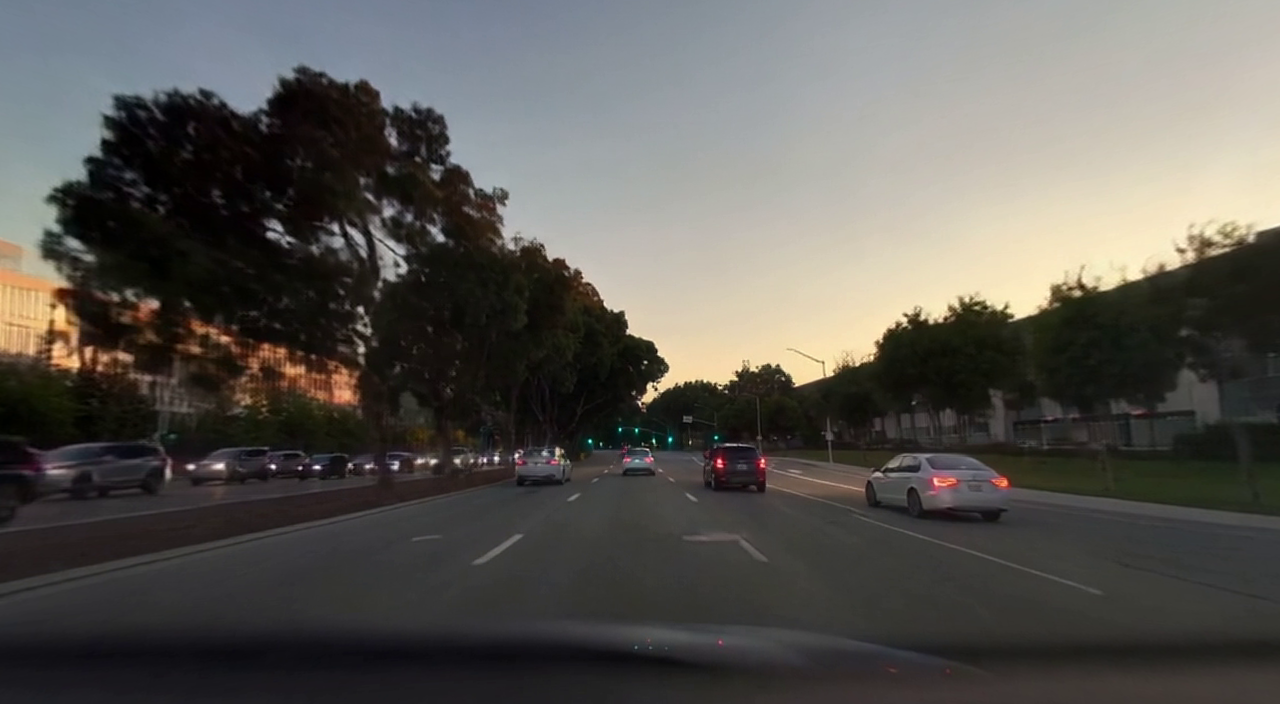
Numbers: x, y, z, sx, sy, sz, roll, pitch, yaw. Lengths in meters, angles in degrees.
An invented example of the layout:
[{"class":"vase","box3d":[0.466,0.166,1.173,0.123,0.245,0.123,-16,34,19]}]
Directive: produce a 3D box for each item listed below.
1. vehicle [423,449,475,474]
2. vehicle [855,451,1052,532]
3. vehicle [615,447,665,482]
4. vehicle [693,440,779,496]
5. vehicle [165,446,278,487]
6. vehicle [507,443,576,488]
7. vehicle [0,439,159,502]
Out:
[{"class":"vehicle","box3d":[-12.581,7.223,41.961,2.043,1.571,4.946,0,-8,-2]},{"class":"vehicle","box3d":[6.486,2.887,13.734,1.945,1.408,4.288,0,-8,-2]},{"class":"vehicle","box3d":[-0.029,5.212,29.606,2.155,1.486,4.403,0,-8,-1]},{"class":"vehicle","box3d":[3.130,3.888,21.612,2.161,1.716,4.194,0,-8,-2]},{"class":"vehicle","box3d":[-19.063,5.202,29.082,2.186,1.676,4.444,0,-8,-1]},{"class":"vehicle","box3d":[-3.953,4.635,26.183,2.172,1.671,4.175,0,-8,0]},{"class":"vehicle","box3d":[-19.110,3.873,21.190,2.062,1.840,4.951,0,-8,-1]}]
